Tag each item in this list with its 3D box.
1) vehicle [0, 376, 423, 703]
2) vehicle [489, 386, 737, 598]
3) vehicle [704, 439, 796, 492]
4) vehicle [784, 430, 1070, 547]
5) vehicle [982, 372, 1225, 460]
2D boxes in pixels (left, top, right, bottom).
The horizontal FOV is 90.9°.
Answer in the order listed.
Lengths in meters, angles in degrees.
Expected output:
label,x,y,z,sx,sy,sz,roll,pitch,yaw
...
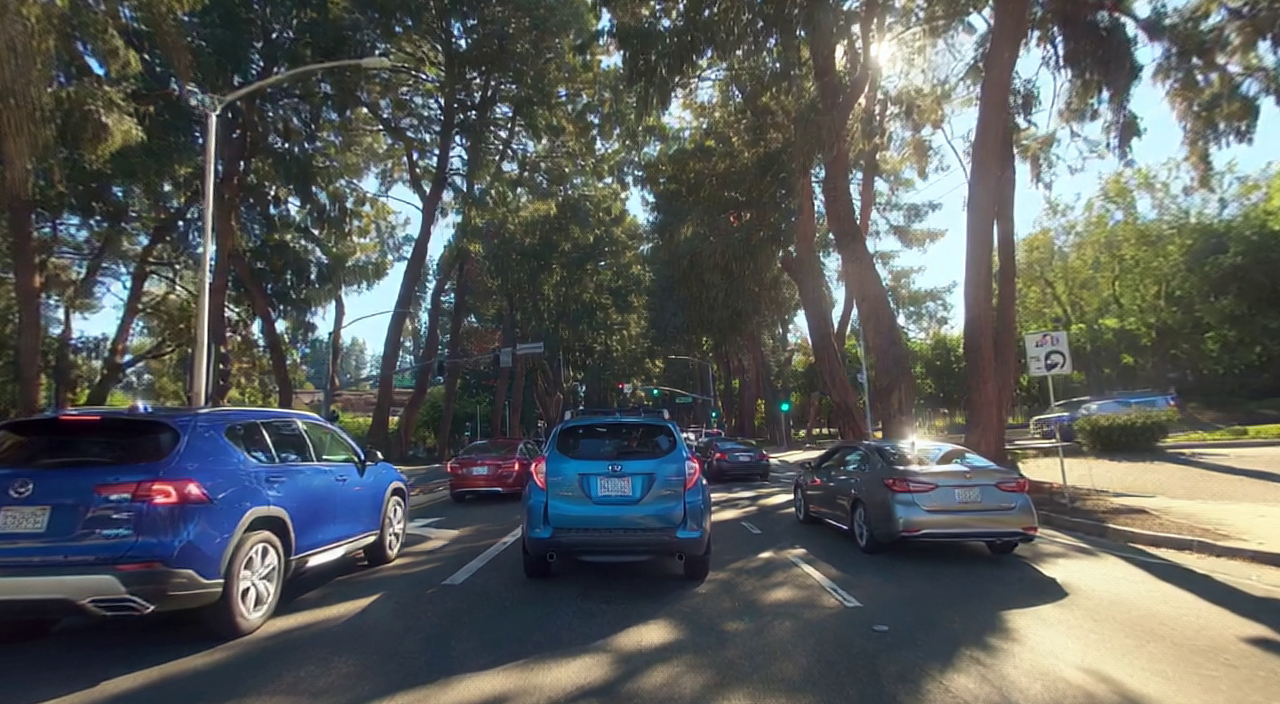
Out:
label,x,y,z,sx,sy,sz,roll,pitch,yaw
vehicle,-3.709,1.298,5.493,2.039,1.709,4.265,0,-8,1
vehicle,-0.224,1.535,7.758,2.132,1.816,4.471,0,-8,0
vehicle,3.271,3.466,19.686,1.996,1.443,4.270,0,-8,-1
vehicle,4.302,2.107,10.557,2.036,1.480,4.659,1,-9,-9
vehicle,17.889,2.539,24.681,7.314,3.230,2.680,0,-8,-2
